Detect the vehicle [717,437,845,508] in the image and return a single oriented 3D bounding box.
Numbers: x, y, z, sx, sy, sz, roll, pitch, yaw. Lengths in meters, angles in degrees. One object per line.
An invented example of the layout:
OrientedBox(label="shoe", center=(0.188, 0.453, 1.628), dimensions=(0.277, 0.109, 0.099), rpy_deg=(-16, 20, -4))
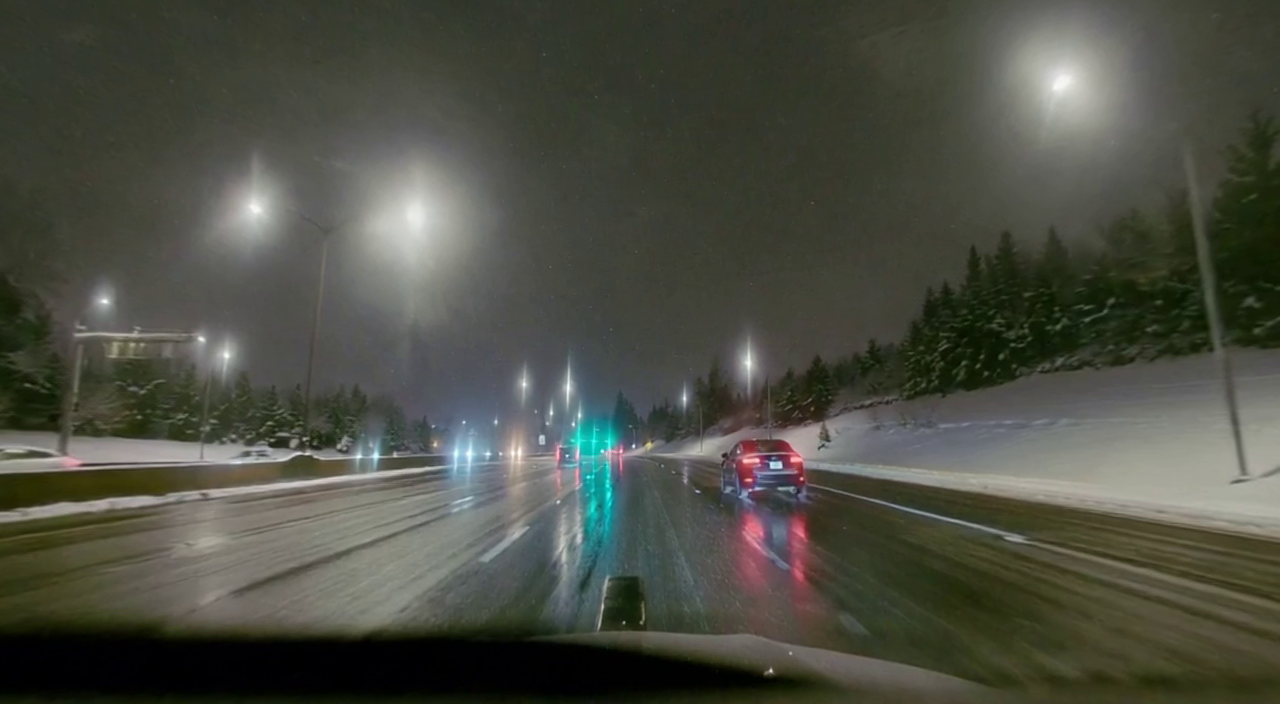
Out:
OrientedBox(label="vehicle", center=(3.317, 2.932, 15.938), dimensions=(2.030, 1.490, 4.737), rpy_deg=(0, -8, -1))

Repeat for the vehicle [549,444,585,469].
OrientedBox(label="vehicle", center=(-4.661, 6.736, 40.790), dimensions=(2.014, 1.481, 4.156), rpy_deg=(0, -8, -2))
